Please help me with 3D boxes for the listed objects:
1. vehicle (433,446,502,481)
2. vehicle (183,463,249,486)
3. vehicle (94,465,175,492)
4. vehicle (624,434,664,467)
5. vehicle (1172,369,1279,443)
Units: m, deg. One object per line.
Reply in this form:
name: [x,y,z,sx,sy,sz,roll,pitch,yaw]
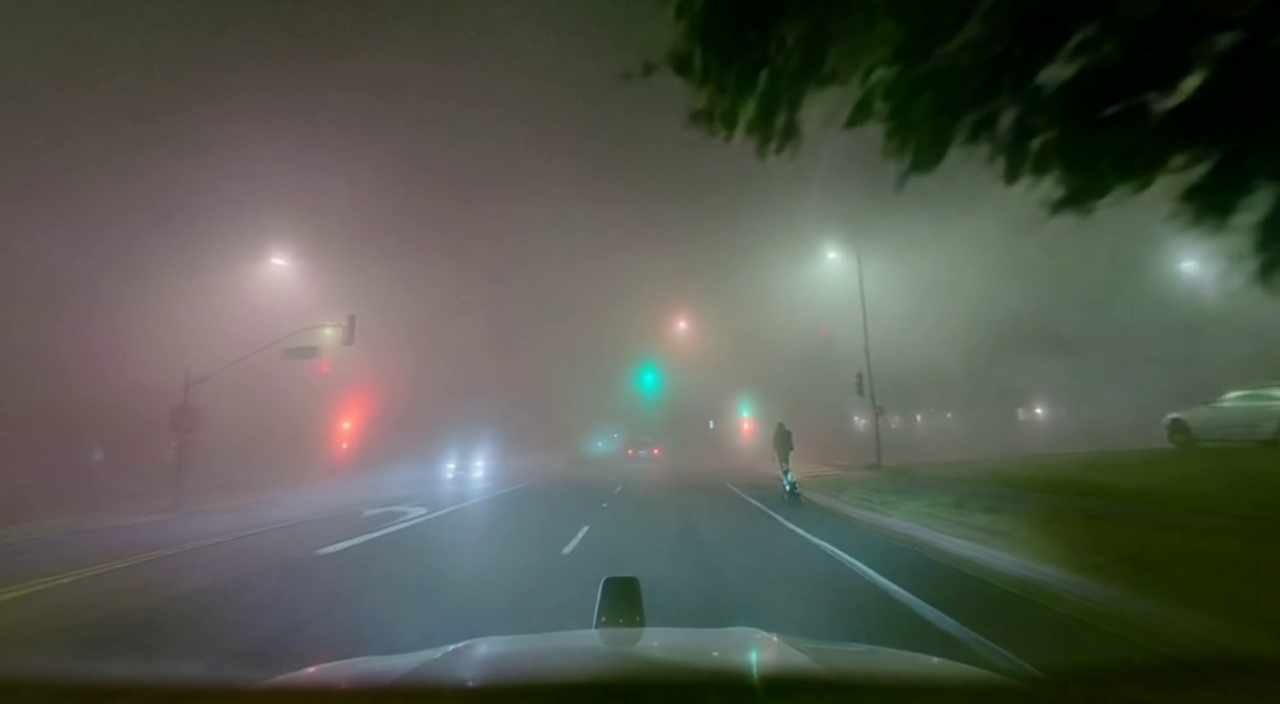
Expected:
vehicle: [-8.333,5.410,31.001,2.036,1.593,4.367,0,-8,2]
vehicle: [-31.918,9.233,47.690,1.816,1.475,4.497,0,-8,1]
vehicle: [-38.577,9.620,48.369,1.881,1.743,4.662,-2,-8,8]
vehicle: [0.307,5.851,37.624,2.215,1.799,4.426,-1,-8,3]
vehicle: [16.089,1.372,15.588,1.982,1.705,4.677,-1,-8,3]
